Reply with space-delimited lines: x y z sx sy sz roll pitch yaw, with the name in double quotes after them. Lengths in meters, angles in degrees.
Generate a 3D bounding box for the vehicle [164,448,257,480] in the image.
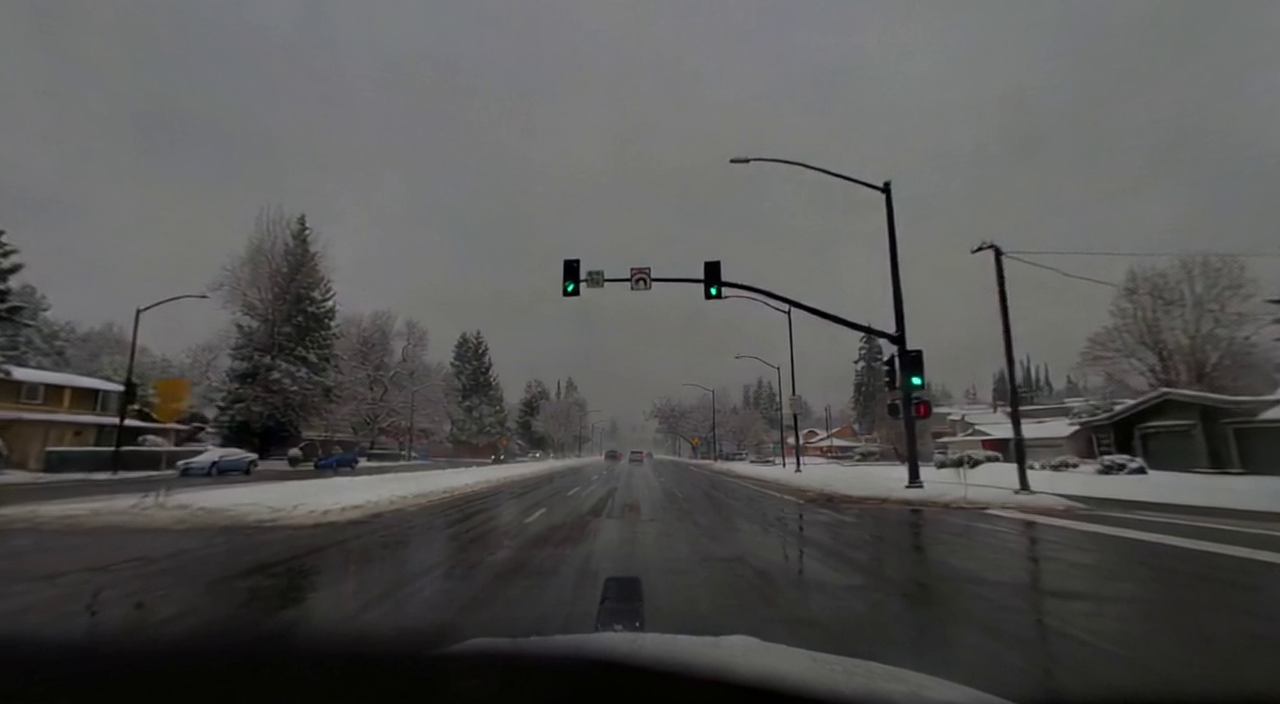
-25.203 6.574 37.318 1.908 1.719 4.972 0 -9 1 "vehicle"
